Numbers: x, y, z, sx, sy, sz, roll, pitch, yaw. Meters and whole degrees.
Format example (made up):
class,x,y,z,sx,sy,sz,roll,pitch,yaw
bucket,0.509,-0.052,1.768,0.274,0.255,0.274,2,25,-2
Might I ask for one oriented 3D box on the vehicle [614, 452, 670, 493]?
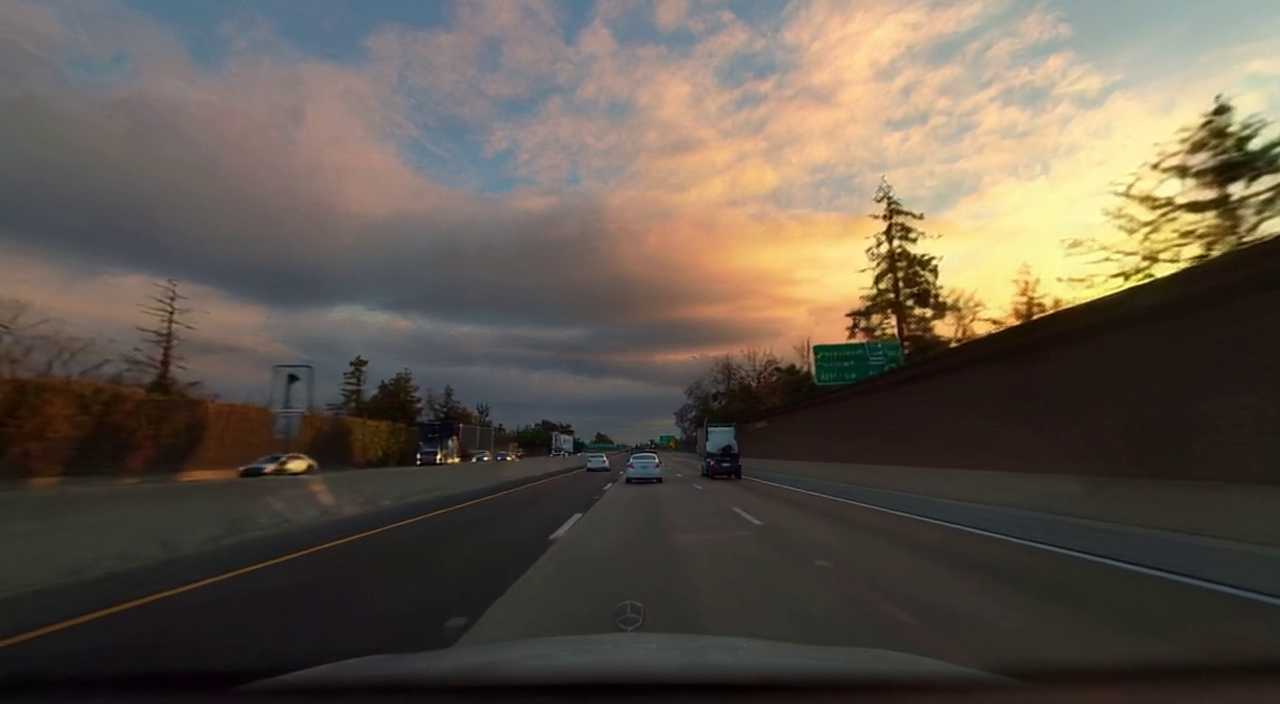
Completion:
class,x,y,z,sx,sy,sz,roll,pitch,yaw
vehicle,0.069,4.851,25.778,2.089,1.516,4.191,0,-9,0

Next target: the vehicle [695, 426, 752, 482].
class,x,y,z,sx,sy,sz,roll,pitch,yaw
vehicle,5.104,6.086,37.506,2.650,2.978,6.937,-3,-10,12

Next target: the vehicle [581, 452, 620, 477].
class,x,y,z,sx,sy,sz,roll,pitch,yaw
vehicle,-2.421,7.067,39.814,2.105,1.467,4.099,0,-9,2

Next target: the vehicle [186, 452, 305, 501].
class,x,y,z,sx,sy,sz,roll,pitch,yaw
vehicle,-15.649,4.929,25.323,1.957,1.779,4.308,0,-9,0
